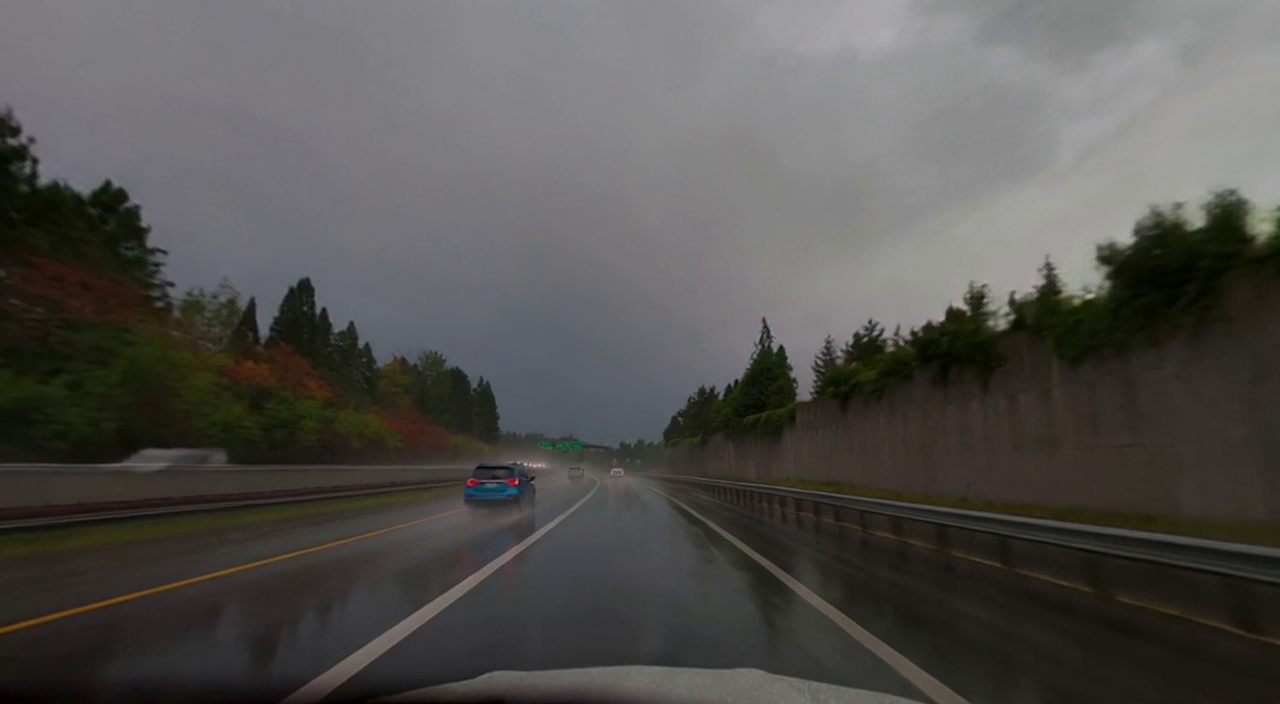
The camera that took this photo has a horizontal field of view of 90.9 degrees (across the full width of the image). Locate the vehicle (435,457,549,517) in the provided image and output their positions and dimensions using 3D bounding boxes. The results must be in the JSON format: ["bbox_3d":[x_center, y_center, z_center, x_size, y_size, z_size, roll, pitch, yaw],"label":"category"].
[{"bbox_3d":[-4.351,4.116,19.527,2.328,1.559,5.041,1,-11,-1],"label":"vehicle"}]

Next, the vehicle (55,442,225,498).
[{"bbox_3d":[-15.520,3.725,19.934,1.904,1.529,4.206,1,-11,-1],"label":"vehicle"}]
